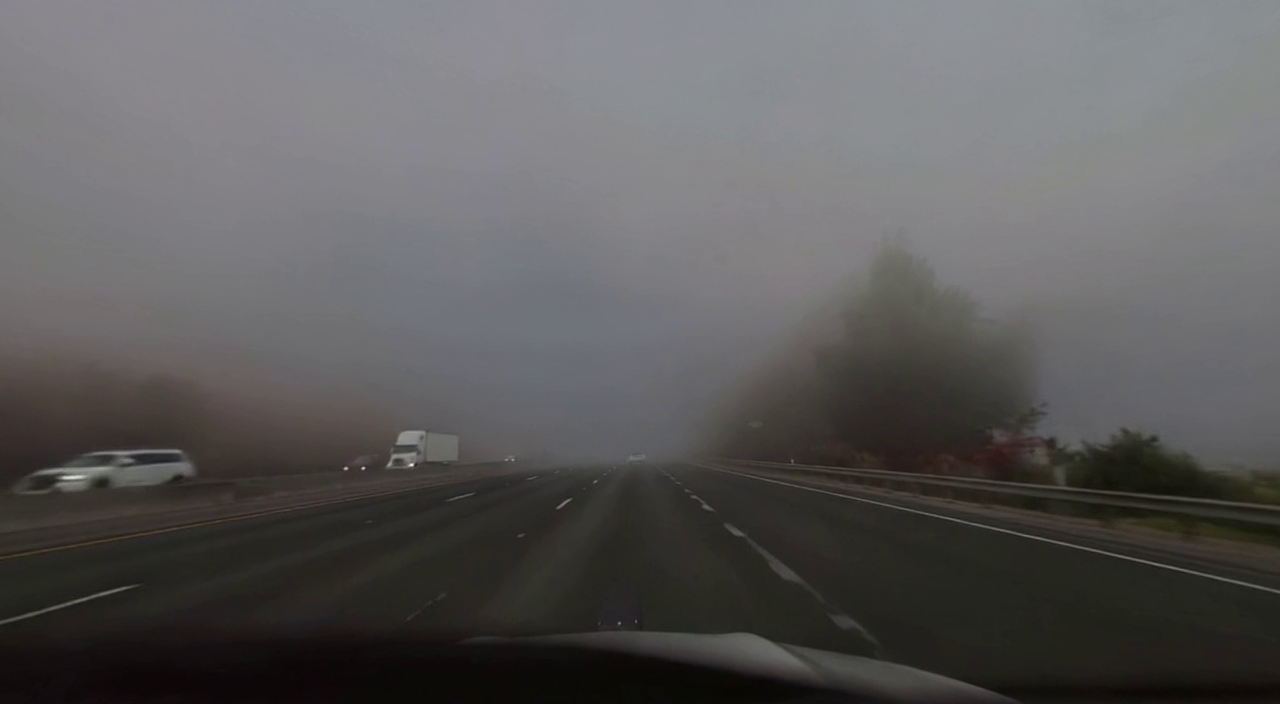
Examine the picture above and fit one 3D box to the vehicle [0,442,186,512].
[{"bbox_3d":[-15.544,3.449,17.742,2.106,1.697,4.344,0,-9,-1],"label":"vehicle"}]
